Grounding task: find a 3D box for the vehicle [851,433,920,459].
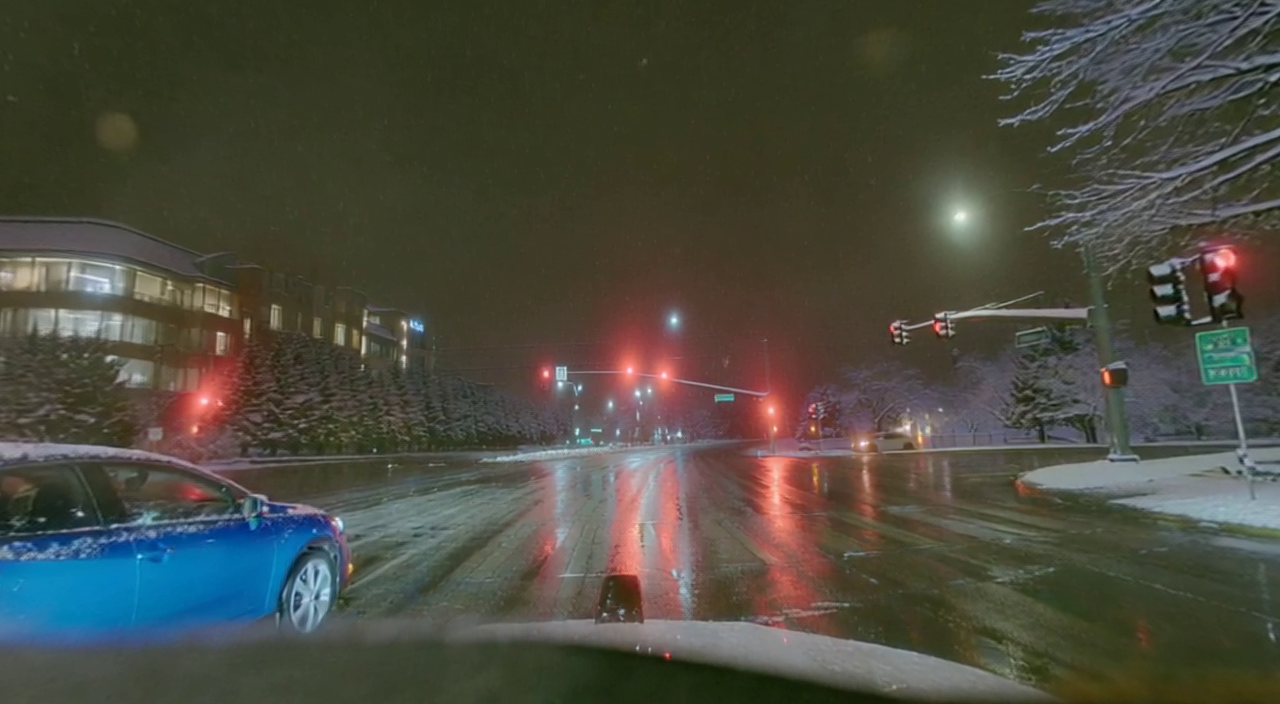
[{"bbox_3d":[17.612,6.735,45.267,4.600,1.783,1.970,4,-10,-26],"label":"vehicle"}]
